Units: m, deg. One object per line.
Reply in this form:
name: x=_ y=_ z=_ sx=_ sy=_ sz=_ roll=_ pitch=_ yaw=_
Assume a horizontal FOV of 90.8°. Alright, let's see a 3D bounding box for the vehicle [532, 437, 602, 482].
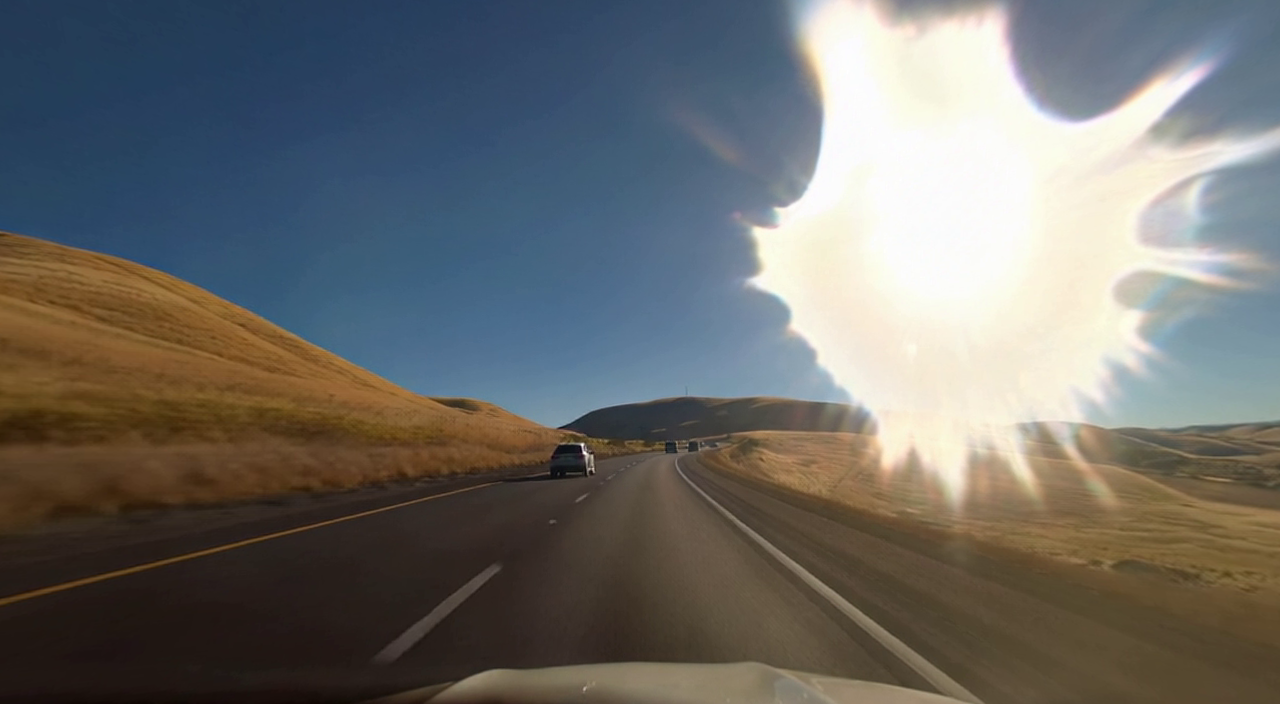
vehicle: x=-2.998 y=4.557 z=27.013 sx=2.252 sy=1.743 sz=4.560 roll=-1 pitch=-9 yaw=3
